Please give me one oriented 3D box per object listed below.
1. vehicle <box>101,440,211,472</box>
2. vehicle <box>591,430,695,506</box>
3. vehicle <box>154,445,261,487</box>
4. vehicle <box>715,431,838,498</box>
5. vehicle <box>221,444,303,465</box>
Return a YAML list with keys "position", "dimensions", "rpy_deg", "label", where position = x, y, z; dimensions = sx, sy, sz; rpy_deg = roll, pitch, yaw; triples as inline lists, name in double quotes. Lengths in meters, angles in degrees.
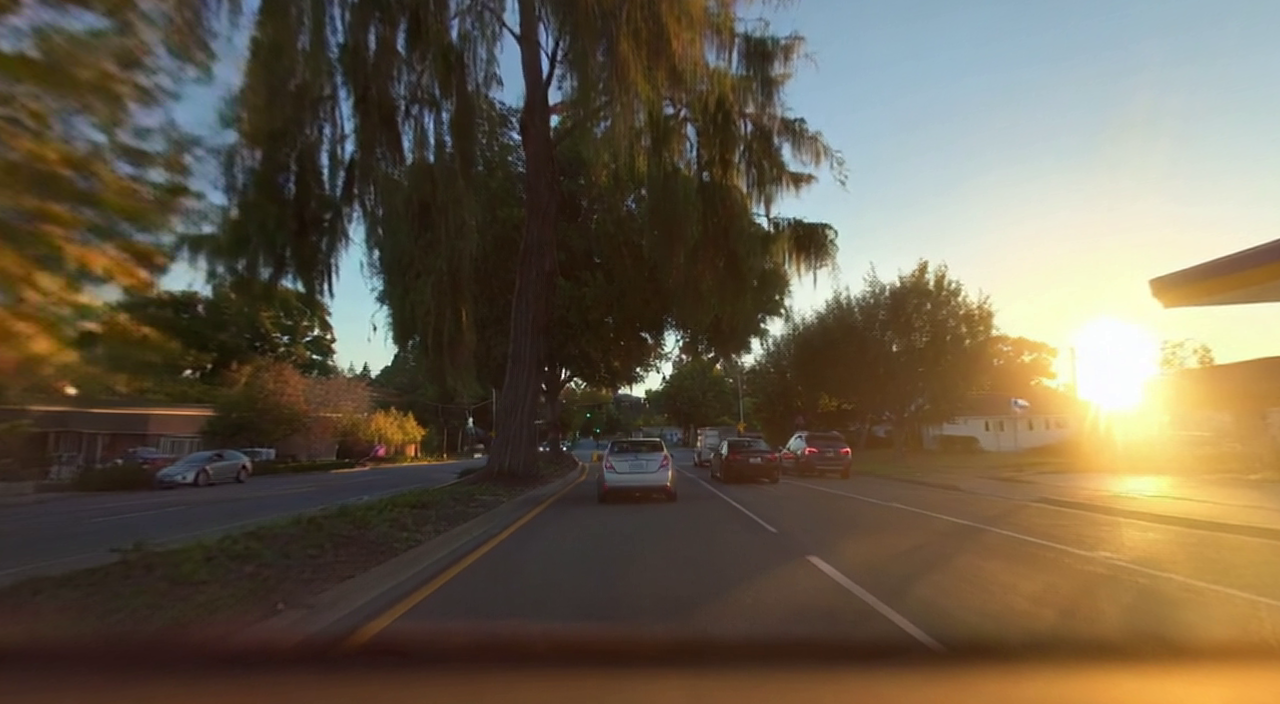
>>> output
- position: [-28.062, 6.051, 36.730]
  dimensions: [4.699, 1.775, 2.007]
  rpy_deg: [0, -8, 1]
  label: "vehicle"
- position: [0.067, 2.587, 14.441]
  dimensions: [2.052, 1.488, 3.779]
  rpy_deg: [0, -8, 0]
  label: "vehicle"
- position: [-19.242, 5.059, 28.350]
  dimensions: [1.903, 1.706, 3.994]
  rpy_deg: [0, -8, 0]
  label: "vehicle"
- position: [3.343, 2.877, 16.544]
  dimensions: [2.124, 1.476, 4.730]
  rpy_deg: [0, -8, -1]
  label: "vehicle"
- position: [-28.152, 7.662, 47.198]
  dimensions: [4.736, 1.491, 2.042]
  rpy_deg: [0, -8, -2]
  label: "vehicle"
